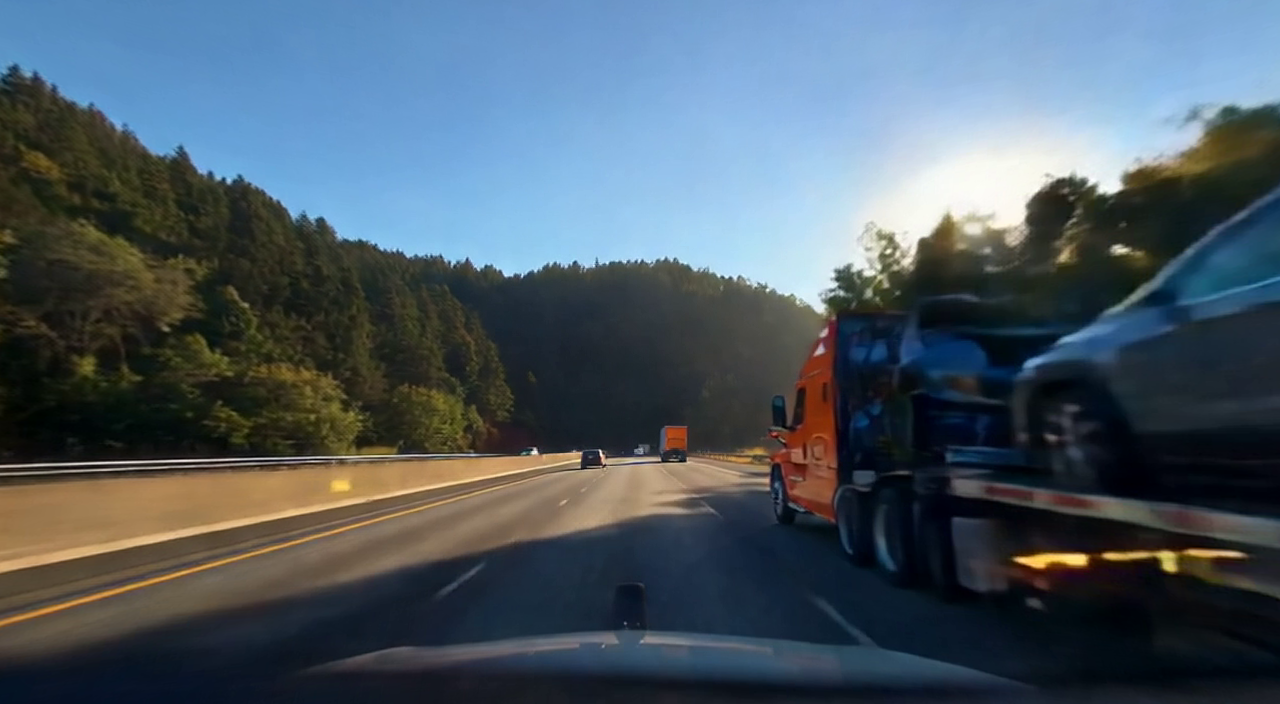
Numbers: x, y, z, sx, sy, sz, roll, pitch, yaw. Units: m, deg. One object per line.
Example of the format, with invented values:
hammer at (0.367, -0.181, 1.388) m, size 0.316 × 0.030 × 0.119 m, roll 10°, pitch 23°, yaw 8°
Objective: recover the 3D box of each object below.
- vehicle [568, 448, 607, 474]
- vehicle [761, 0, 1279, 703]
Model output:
vehicle at (-3.317, 6.974, 40.614) m, size 2.091 × 1.522 × 4.301 m, roll 0°, pitch -9°, yaw 0°
vehicle at (3.724, 0.384, 6.364) m, size 3.046 × 3.762 × 9.803 m, roll 0°, pitch -9°, yaw 0°
